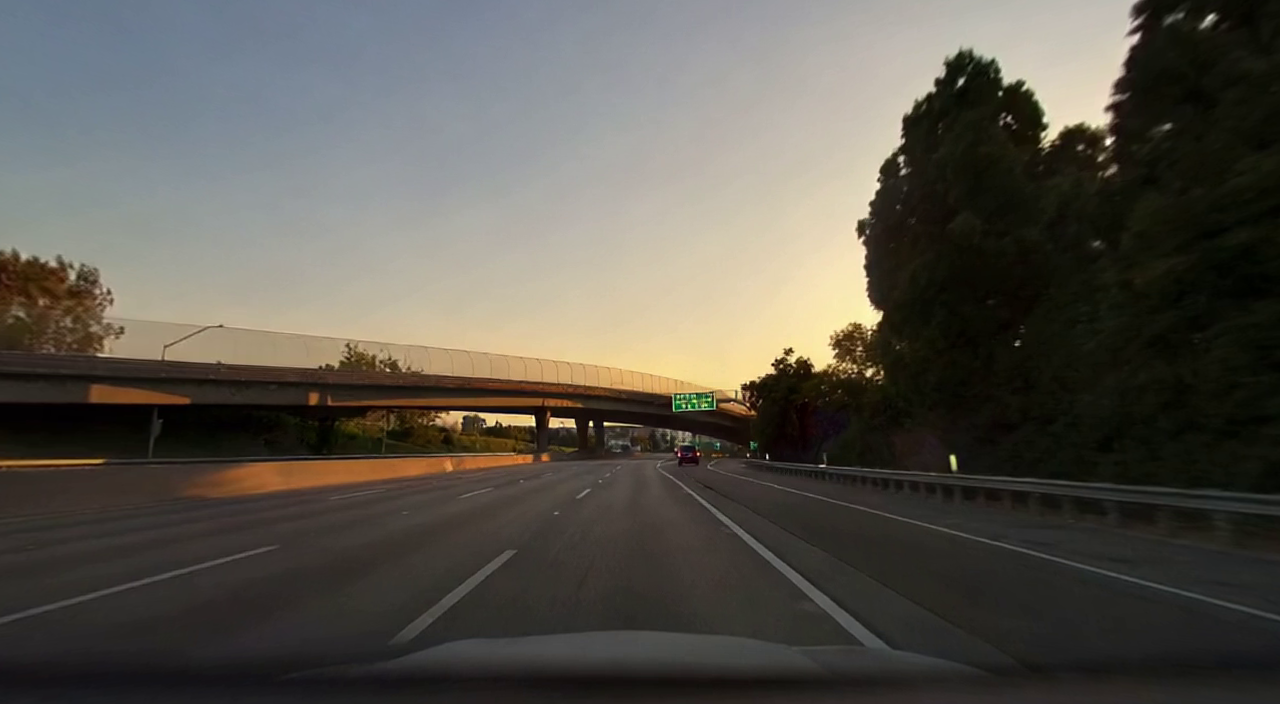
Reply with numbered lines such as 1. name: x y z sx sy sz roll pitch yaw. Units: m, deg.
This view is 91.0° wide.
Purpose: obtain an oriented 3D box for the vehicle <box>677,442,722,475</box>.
1. vehicle: 3.484 6.329 37.742 2.225 1.833 4.340 0 -9 0
